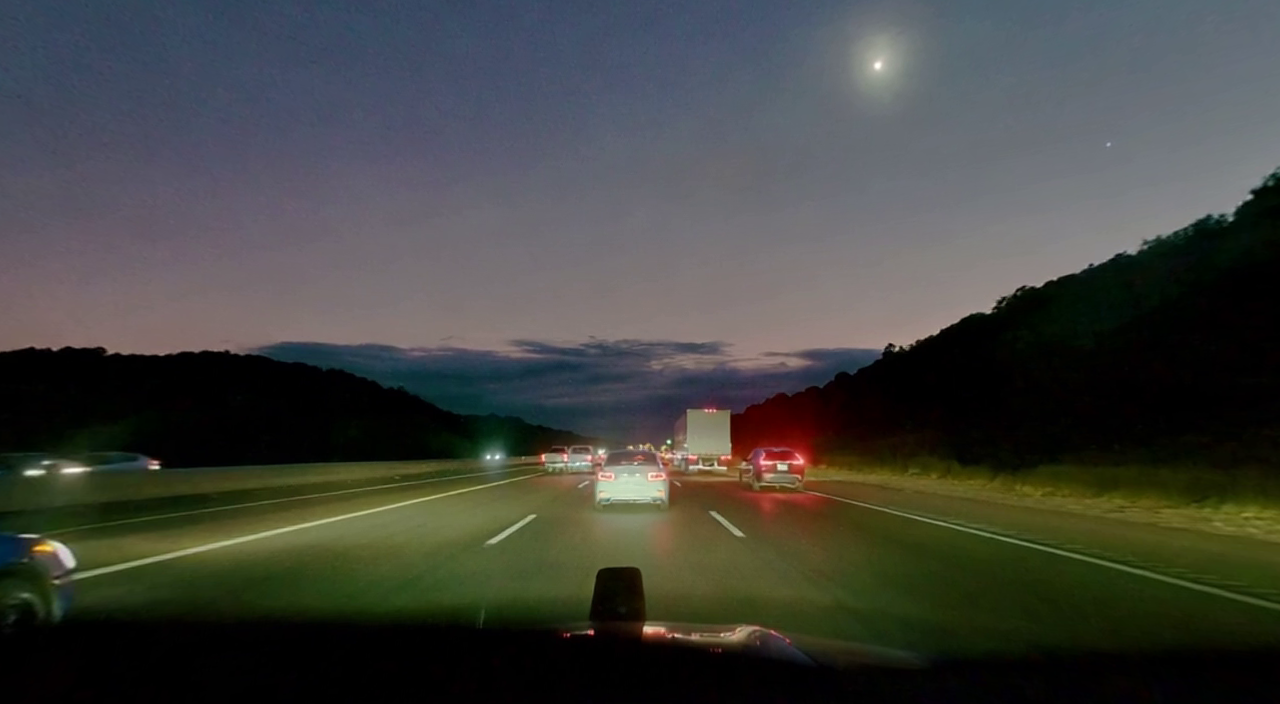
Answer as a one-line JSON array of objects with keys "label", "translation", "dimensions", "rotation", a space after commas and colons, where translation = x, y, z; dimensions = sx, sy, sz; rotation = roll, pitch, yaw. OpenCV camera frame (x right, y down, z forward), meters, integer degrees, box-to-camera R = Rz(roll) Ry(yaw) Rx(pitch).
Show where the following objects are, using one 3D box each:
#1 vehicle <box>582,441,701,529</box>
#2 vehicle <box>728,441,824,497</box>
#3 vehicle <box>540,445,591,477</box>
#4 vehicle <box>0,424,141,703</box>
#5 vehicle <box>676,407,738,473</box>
[{"label": "vehicle", "translation": [0.019, 2.581, 12.703], "dimensions": [2.041, 1.484, 3.535], "rotation": [0, -9, 0]}, {"label": "vehicle", "translation": [4.217, 3.717, 20.409], "dimensions": [2.029, 1.579, 4.484], "rotation": [0, -9, -1]}, {"label": "vehicle", "translation": [-4.084, 6.057, 35.310], "dimensions": [2.211, 1.669, 4.224], "rotation": [-1, -9, 2]}, {"label": "vehicle", "translation": [-4.290, 0.966, 2.241], "dimensions": [1.848, 1.486, 3.832], "rotation": [0, -9, 0]}, {"label": "vehicle", "translation": [4.646, 6.778, 47.612], "dimensions": [3.194, 4.038, 16.301], "rotation": [0, -9, 1]}]
